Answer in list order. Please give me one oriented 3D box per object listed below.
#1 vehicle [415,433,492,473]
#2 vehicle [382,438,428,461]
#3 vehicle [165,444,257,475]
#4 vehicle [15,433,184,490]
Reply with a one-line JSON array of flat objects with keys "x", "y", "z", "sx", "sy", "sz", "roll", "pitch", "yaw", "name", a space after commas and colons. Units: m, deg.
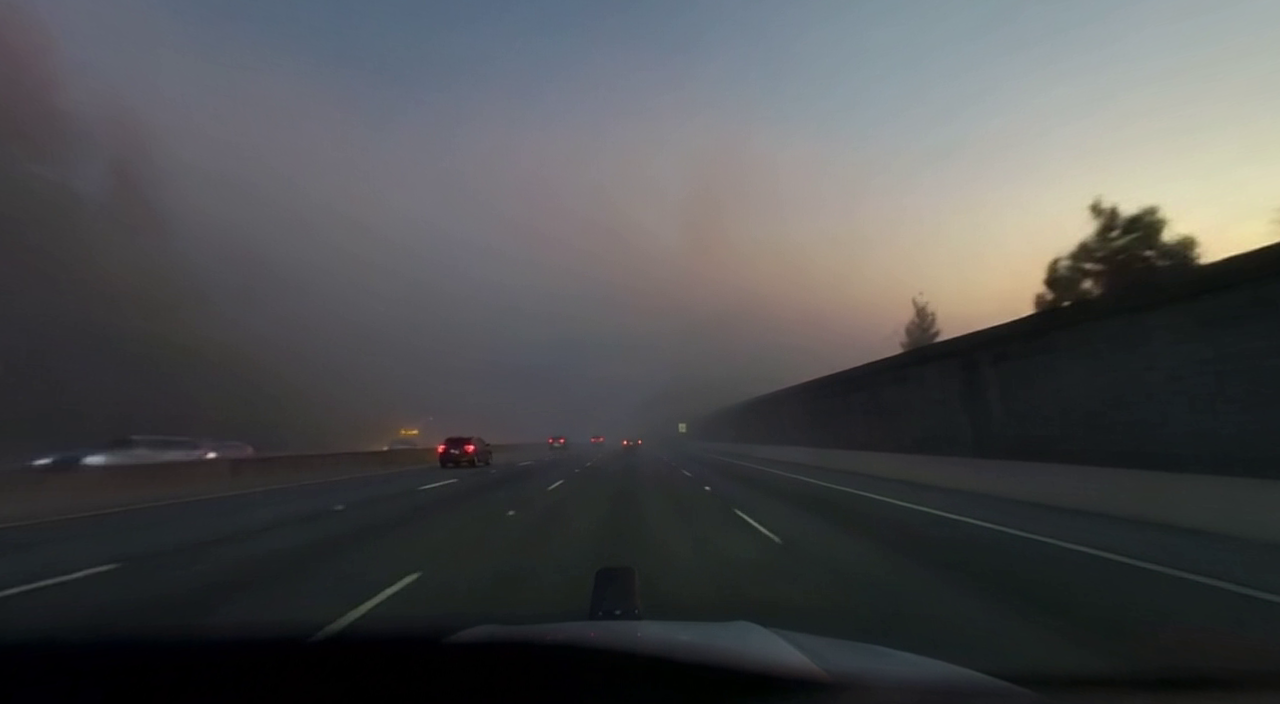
[{"x": -7.672, "y": 4.175, "z": 26.306, "sx": 1.972, "sy": 1.532, "sz": 4.222, "roll": 0, "pitch": -8, "yaw": 0, "name": "vehicle"}, {"x": -17.005, "y": 7.055, "z": 45.696, "sx": 1.812, "sy": 1.519, "sz": 3.999, "roll": 0, "pitch": -8, "yaw": 0, "name": "vehicle"}, {"x": -23.699, "y": 5.911, "z": 34.990, "sx": 1.849, "sy": 1.552, "sz": 4.689, "roll": 0, "pitch": -8, "yaw": -1, "name": "vehicle"}, {"x": -16.500, "y": 3.326, "z": 19.509, "sx": 1.786, "sy": 1.565, "sz": 3.896, "roll": 0, "pitch": -8, "yaw": -1, "name": "vehicle"}]
